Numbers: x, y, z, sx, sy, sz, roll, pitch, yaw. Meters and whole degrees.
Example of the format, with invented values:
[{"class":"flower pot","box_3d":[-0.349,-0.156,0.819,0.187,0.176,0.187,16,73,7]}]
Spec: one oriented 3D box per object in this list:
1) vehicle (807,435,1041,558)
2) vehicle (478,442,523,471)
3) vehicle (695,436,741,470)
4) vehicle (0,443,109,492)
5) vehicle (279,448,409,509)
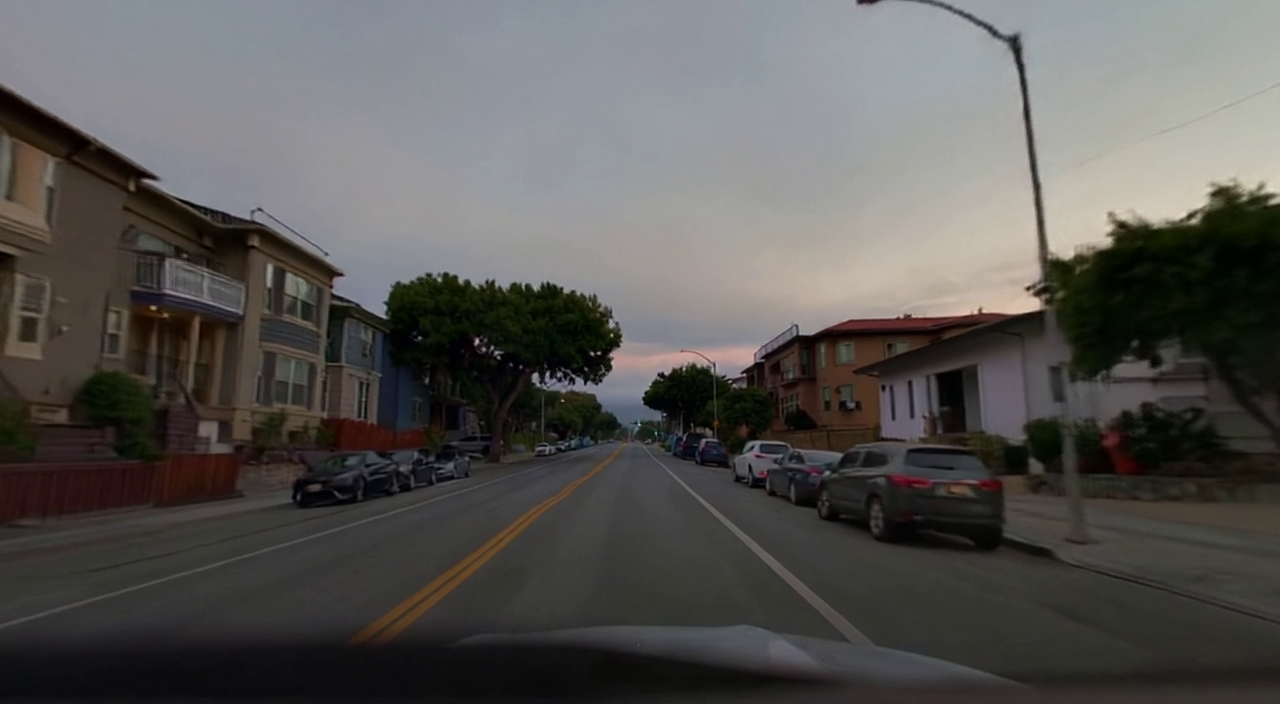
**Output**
[{"class":"vehicle","box_3d":[4.163,2.152,10.095,1.845,1.556,3.929,0,-9,-1]},{"class":"vehicle","box_3d":[-8.275,6.196,37.675,1.883,1.565,3.655,-2,-8,-1]},{"class":"vehicle","box_3d":[4.138,5.470,34.191,1.889,1.703,4.253,0,-9,-1]},{"class":"vehicle","box_3d":[-20.456,3.852,21.395,1.800,1.475,3.604,0,-9,-1]},{"class":"vehicle","box_3d":[-8.143,3.486,17.826,1.852,1.482,3.916,-1,-9,-2]}]
